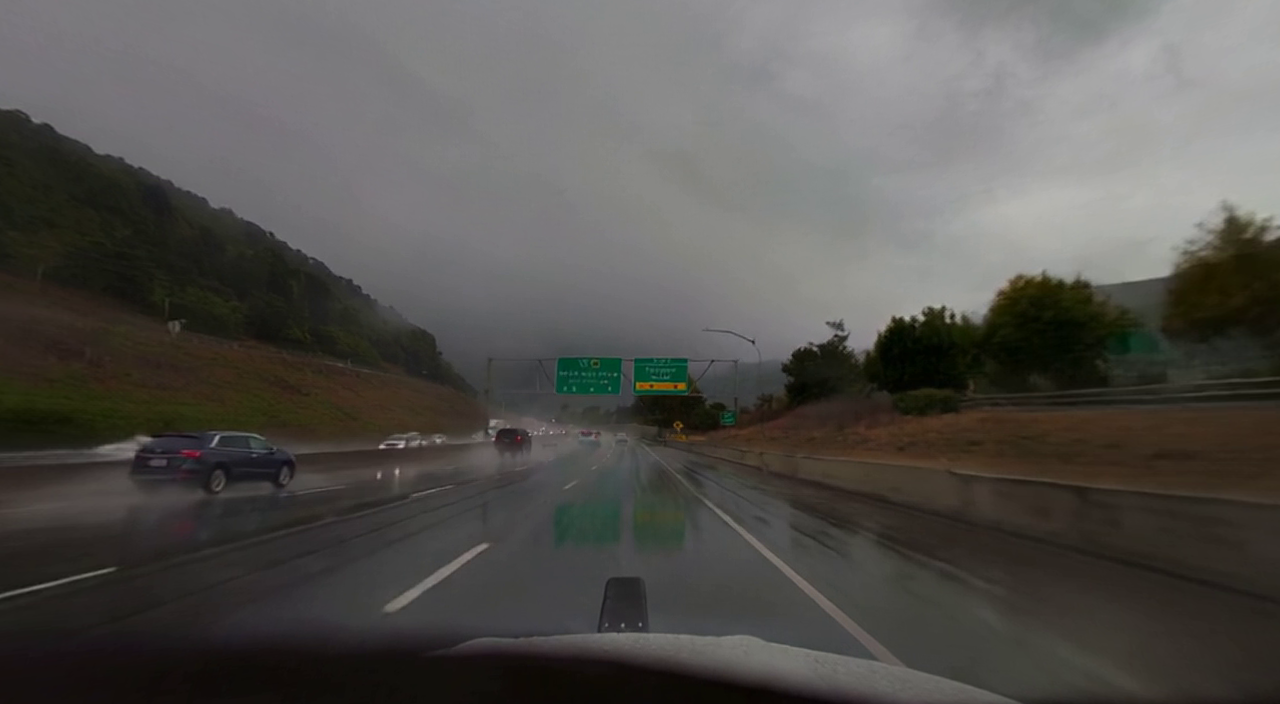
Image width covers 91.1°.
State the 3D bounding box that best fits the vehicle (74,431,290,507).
[{"bbox_3d":[-11.181,2.866,15.867,2.001,1.625,4.528,0,-8,0],"label":"vehicle"}]

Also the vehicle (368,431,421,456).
[{"bbox_3d":[-18.657,7.007,47.934,2.086,1.767,4.966,0,-8,0],"label":"vehicle"}]
